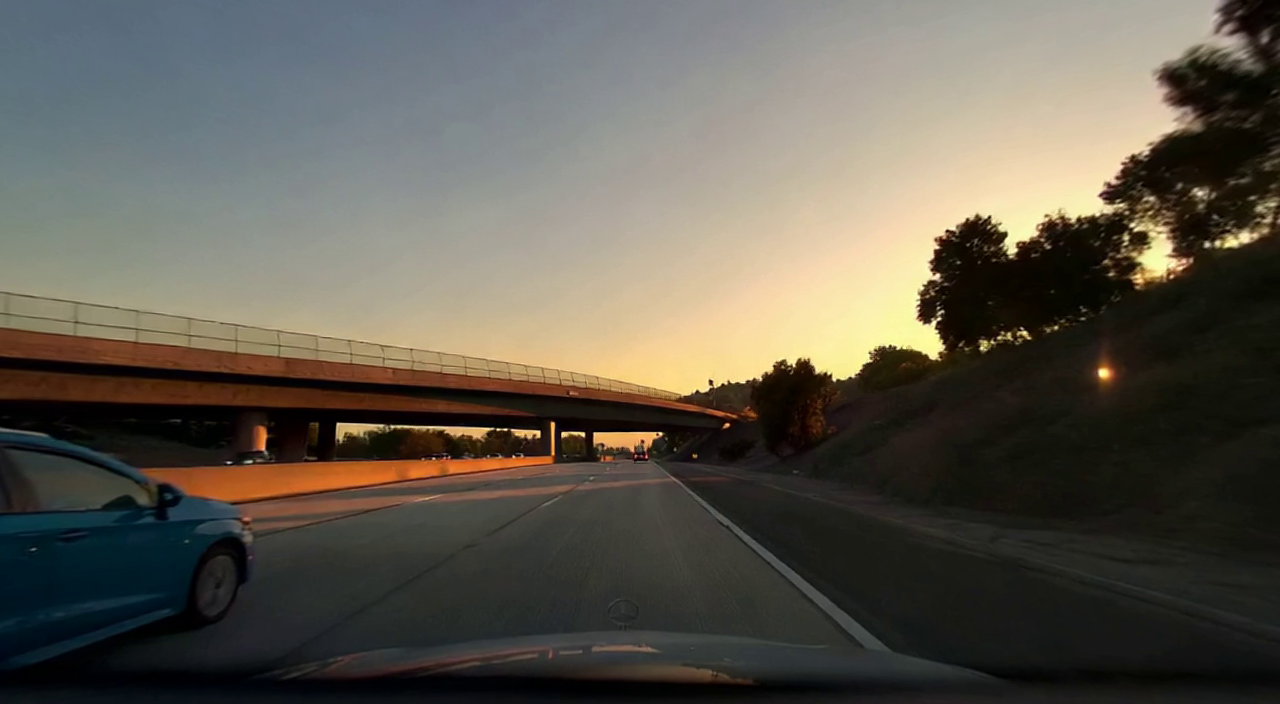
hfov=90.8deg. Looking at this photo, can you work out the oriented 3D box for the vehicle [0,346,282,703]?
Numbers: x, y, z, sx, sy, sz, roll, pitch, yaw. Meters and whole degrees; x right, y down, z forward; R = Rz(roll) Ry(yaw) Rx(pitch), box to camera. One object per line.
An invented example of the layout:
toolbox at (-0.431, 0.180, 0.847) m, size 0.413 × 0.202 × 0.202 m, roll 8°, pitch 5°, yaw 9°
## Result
vehicle at (-4.109, 0.809, 2.598) m, size 2.272 × 1.759 × 5.058 m, roll 0°, pitch -9°, yaw 0°
